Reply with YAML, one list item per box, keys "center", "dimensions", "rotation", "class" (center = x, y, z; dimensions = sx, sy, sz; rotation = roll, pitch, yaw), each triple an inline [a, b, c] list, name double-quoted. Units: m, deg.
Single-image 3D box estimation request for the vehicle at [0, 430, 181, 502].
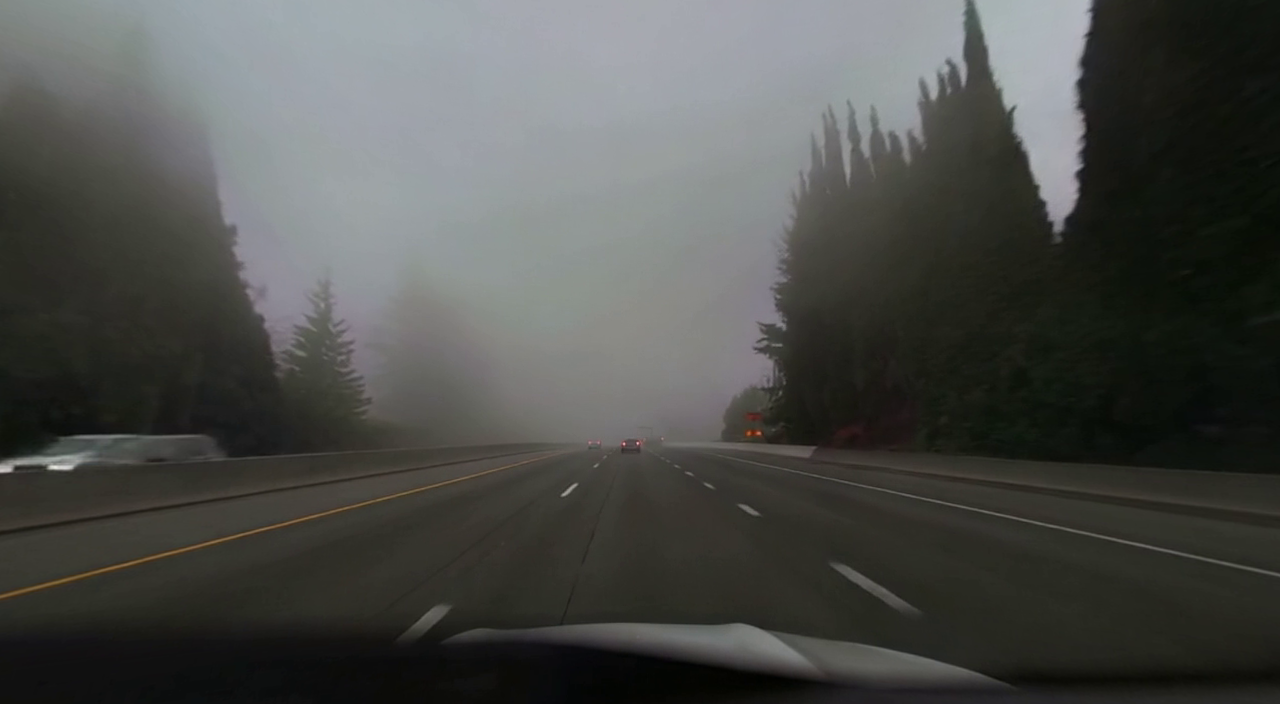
- center: [-12.720, 2.535, 14.442]
  dimensions: [1.855, 1.437, 3.463]
  rotation: [0, -8, -2]
  class: "vehicle"
